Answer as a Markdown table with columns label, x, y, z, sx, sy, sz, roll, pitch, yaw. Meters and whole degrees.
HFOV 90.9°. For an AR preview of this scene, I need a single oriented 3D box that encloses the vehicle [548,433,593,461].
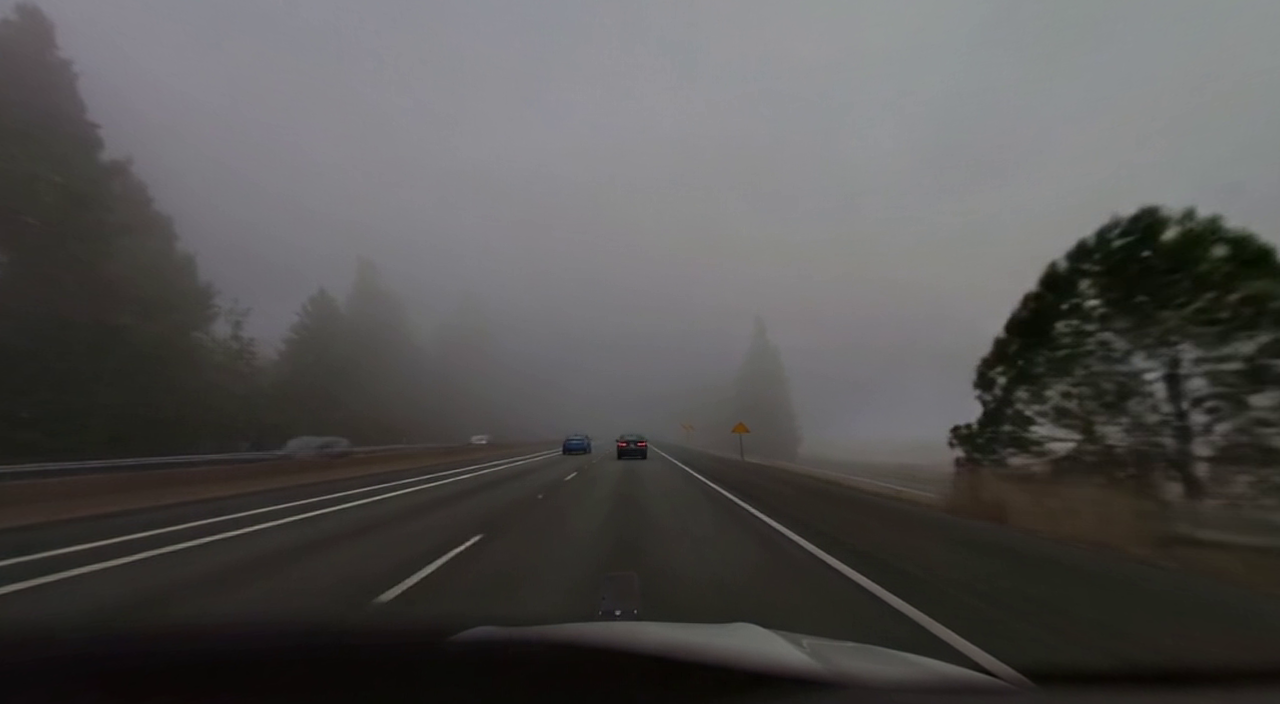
| label | x | y | z | sx | sy | sz | roll | pitch | yaw |
| --- | --- | --- | --- | --- | --- | --- | --- | --- | --- |
| vehicle | -3.882 | 5.392 | 35.935 | 2.030 | 1.491 | 4.046 | 0 | -8 | 1 |

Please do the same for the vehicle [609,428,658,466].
| label | x | y | z | sx | sy | sz | roll | pitch | yaw |
| --- | --- | --- | --- | --- | --- | --- | --- | --- | --- |
| vehicle | -0.298 | 4.508 | 30.025 | 2.134 | 1.654 | 4.174 | 0 | -8 | 0 |

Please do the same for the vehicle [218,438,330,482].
| label | x | y | z | sx | sy | sz | roll | pitch | yaw |
| --- | --- | --- | --- | --- | --- | --- | --- | --- | --- |
| vehicle | -12.970 | 3.817 | 22.616 | 1.768 | 1.401 | 3.810 | 0 | -8 | -1 |
